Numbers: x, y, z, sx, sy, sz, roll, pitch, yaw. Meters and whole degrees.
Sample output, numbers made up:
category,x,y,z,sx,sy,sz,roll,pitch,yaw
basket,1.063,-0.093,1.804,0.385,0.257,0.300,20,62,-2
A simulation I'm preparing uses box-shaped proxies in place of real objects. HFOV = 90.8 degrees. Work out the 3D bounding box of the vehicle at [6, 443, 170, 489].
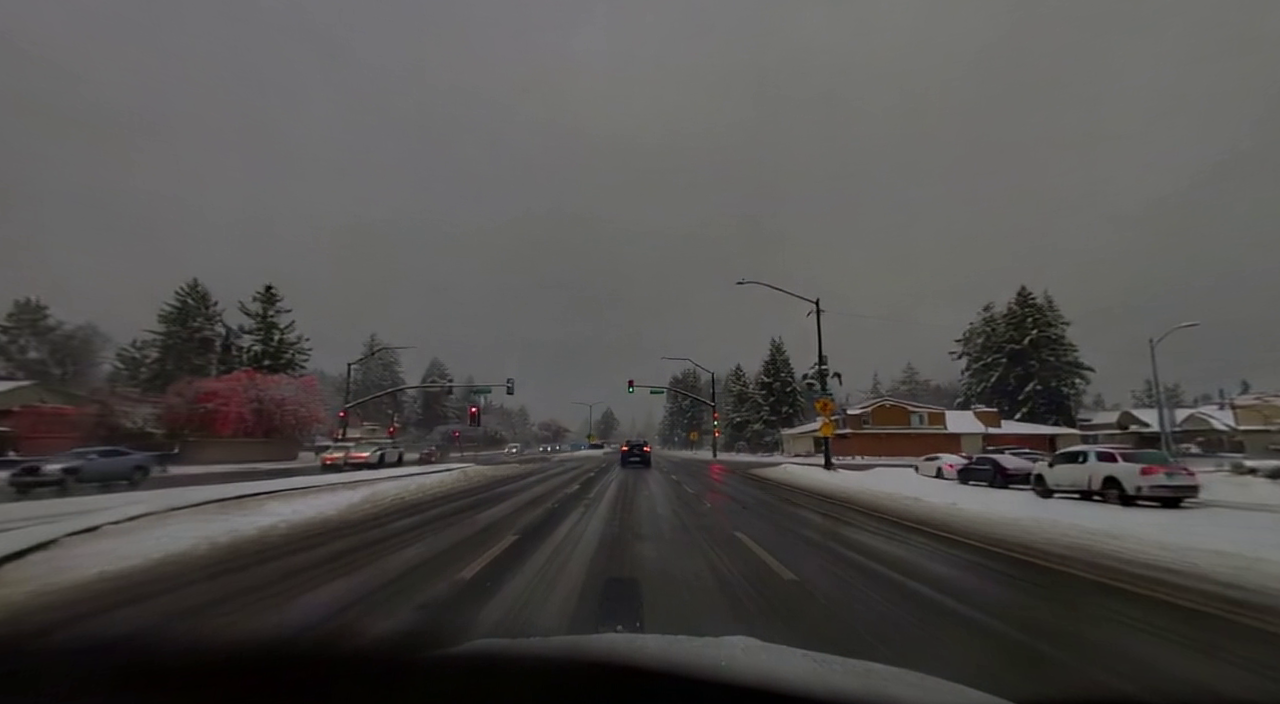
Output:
category,x,y,z,sx,sy,sz,roll,pitch,yaw
vehicle,-19.393,4.003,22.519,1.918,1.472,4.360,0,-9,0

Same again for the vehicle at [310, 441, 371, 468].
category,x,y,z,sx,sy,sz,roll,pitch,yaw
vehicle,-19.649,6.752,41.663,1.913,1.693,4.345,0,-9,0

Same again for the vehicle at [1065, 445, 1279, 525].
category,x,y,z,sx,sy,sz,roll,pitch,yaw
vehicle,12.467,2.884,14.410,2.128,1.467,4.987,0,-9,1

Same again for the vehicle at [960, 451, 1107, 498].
category,x,y,z,sx,sy,sz,roll,pitch,yaw
vehicle,12.660,3.932,20.747,1.903,1.330,4.470,0,-9,-1
